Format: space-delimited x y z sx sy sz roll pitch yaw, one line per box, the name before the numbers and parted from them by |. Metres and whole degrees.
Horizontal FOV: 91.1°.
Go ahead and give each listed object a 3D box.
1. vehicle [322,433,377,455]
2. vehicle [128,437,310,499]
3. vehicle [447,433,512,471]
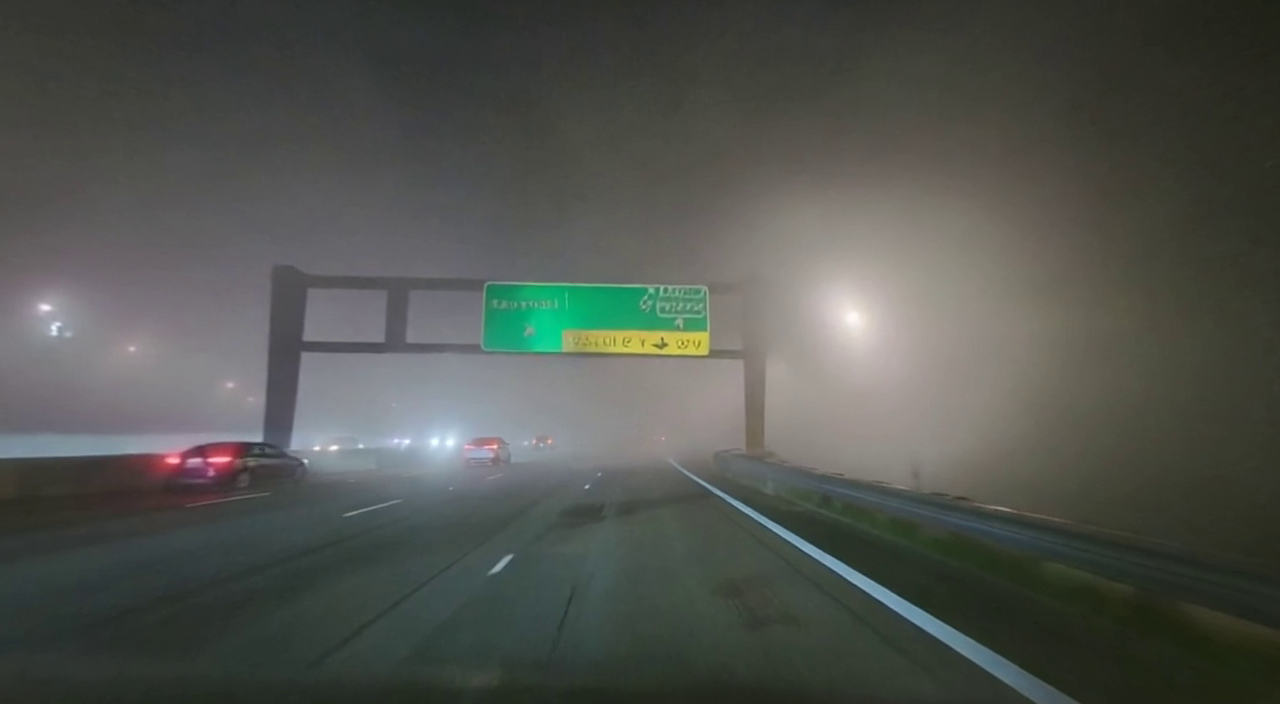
vehicle | -20.422 6.498 44.382 1.842 1.464 4.113 0 -8 0
vehicle | -10.813 2.959 16.591 1.976 1.413 4.088 0 -8 0
vehicle | -7.386 4.619 29.328 1.979 1.646 4.096 0 -8 0
